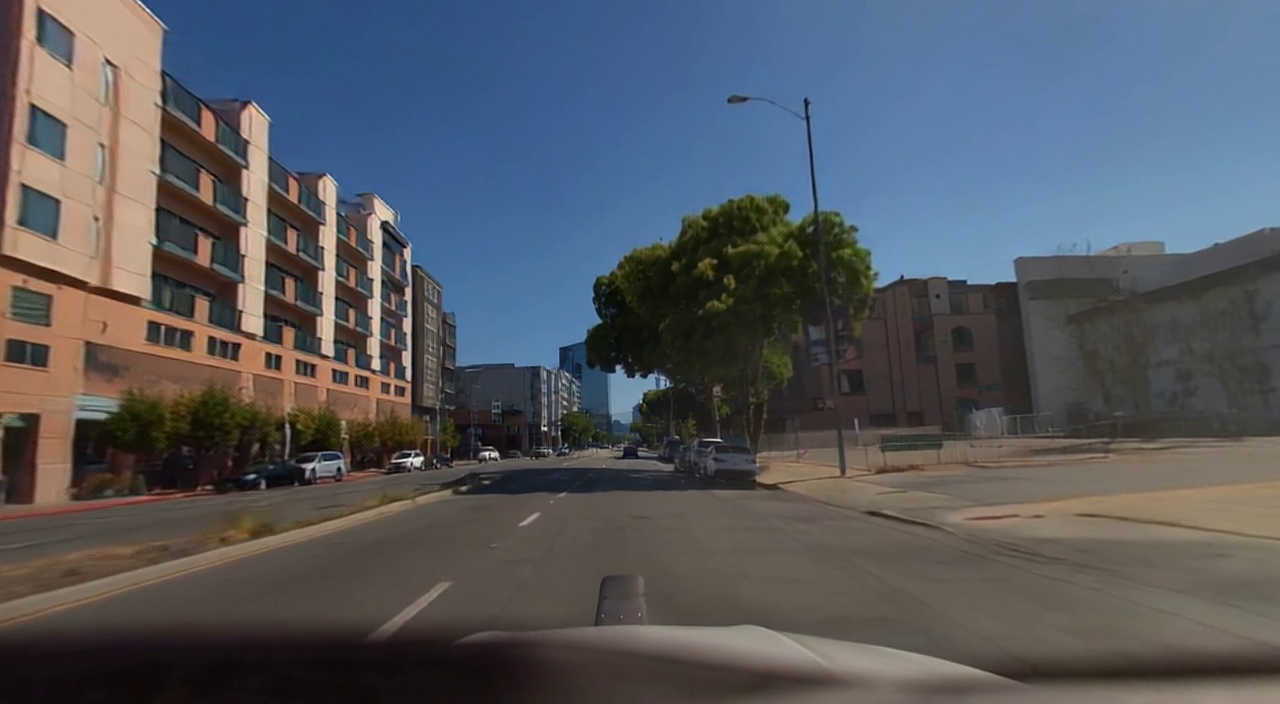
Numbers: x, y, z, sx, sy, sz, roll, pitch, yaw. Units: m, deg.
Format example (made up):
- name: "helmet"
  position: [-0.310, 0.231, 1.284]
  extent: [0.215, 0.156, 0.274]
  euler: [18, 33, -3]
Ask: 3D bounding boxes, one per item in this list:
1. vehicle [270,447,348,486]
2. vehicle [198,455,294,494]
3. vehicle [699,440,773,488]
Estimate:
- name: "vehicle"
  position: [-18.269, 6.285, 35.173]
  extent: [2.007, 1.806, 4.707]
  euler: [-4, -8, -2]
- name: "vehicle"
  position: [-18.389, 5.718, 29.787]
  extent: [1.791, 1.461, 4.496]
  euler: [-4, -8, -2]
- name: "vehicle"
  position: [3.252, 3.886, 22.248]
  extent: [1.924, 1.492, 4.587]
  euler: [0, -8, 0]
